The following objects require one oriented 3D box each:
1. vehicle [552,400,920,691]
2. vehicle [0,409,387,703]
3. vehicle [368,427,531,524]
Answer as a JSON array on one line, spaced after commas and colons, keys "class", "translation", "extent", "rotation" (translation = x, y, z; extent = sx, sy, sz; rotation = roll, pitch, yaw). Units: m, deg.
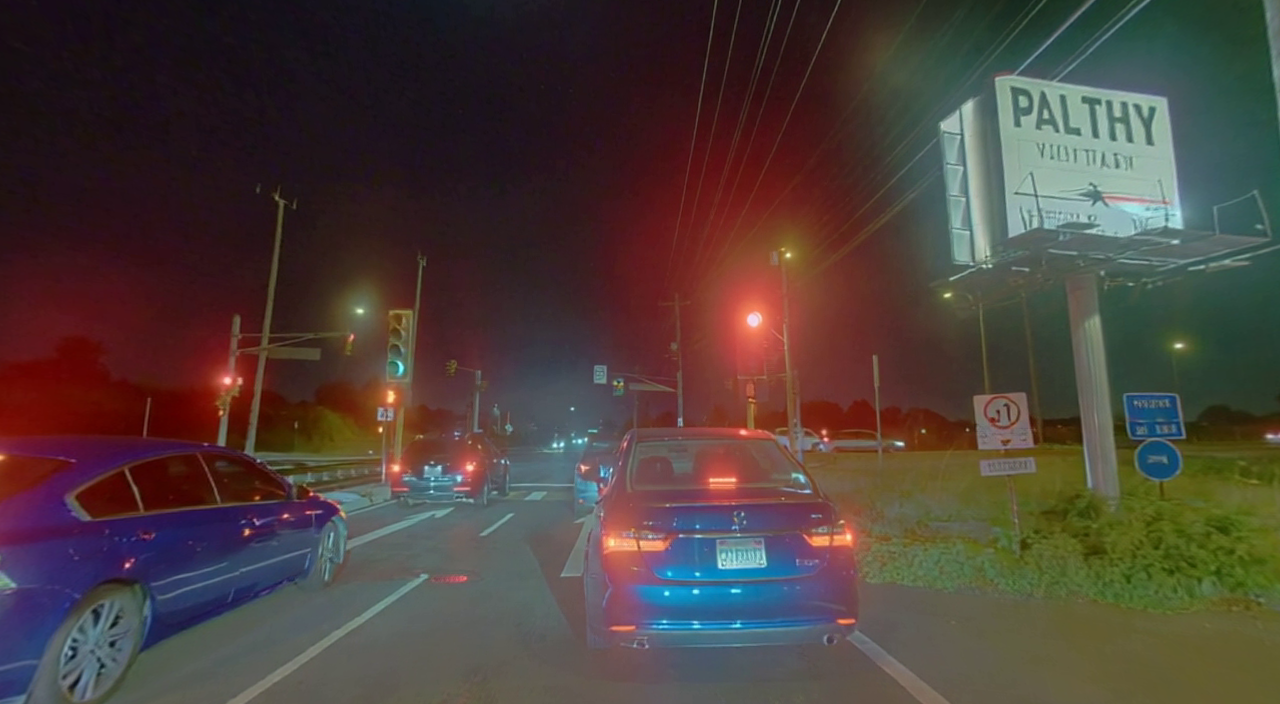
[{"class": "vehicle", "translation": [0.406, 1.329, 5.455], "extent": [1.998, 1.529, 3.960], "rotation": [1, -9, -4]}, {"class": "vehicle", "translation": [-3.715, 1.255, 4.495], "extent": [1.956, 1.468, 4.585], "rotation": [0, -9, -1]}, {"class": "vehicle", "translation": [-3.366, 2.257, 12.070], "extent": [1.984, 1.505, 4.047], "rotation": [0, -9, -2]}]
